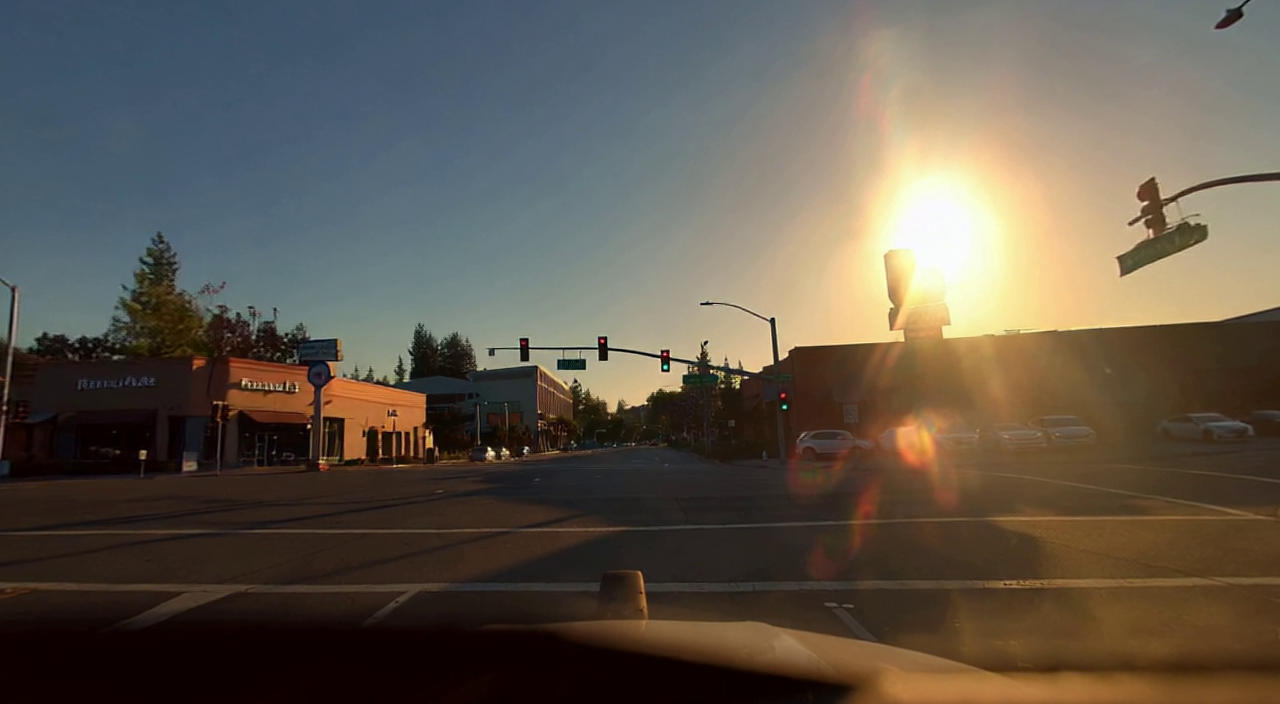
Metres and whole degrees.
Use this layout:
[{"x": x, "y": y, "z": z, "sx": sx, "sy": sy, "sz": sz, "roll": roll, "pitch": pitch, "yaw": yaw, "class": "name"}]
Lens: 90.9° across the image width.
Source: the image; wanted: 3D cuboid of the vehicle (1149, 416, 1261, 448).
[{"x": 28.271, "y": 4.075, "z": 31.724, "sx": 1.799, "sy": 1.459, "sz": 4.266, "roll": 0, "pitch": -8, "yaw": 3, "class": "vehicle"}]
